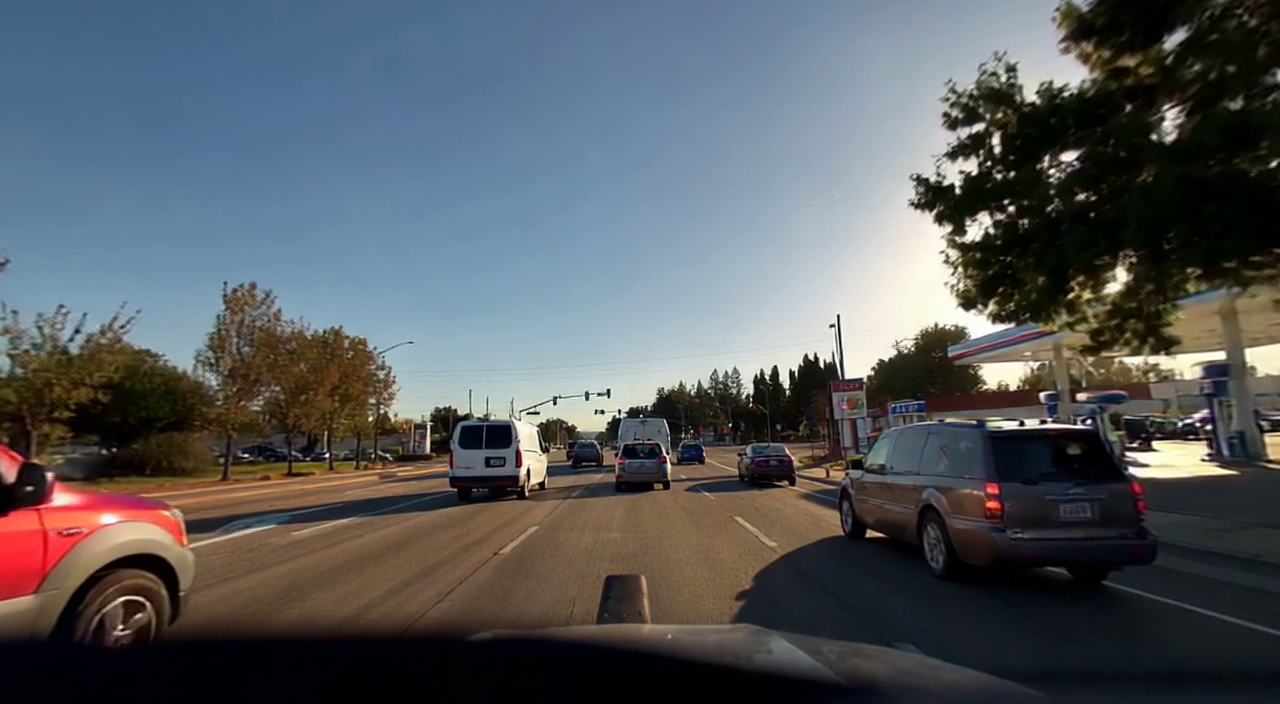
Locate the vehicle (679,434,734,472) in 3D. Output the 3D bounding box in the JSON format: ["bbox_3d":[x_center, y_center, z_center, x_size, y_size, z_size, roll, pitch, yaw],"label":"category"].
[{"bbox_3d":[3.294,5.111,31.983,2.193,1.795,5.130,0,-8,0],"label":"vehicle"}]

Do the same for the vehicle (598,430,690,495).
[{"bbox_3d":[0.073,3.338,19.444,2.426,1.703,5.602,0,-8,-1],"label":"vehicle"}]

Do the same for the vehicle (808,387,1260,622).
[{"bbox_3d":[3.673,1.517,7.284,2.055,1.786,4.817,0,-8,-1],"label":"vehicle"}]

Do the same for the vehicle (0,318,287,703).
[{"bbox_3d":[-3.489,0.638,1.666,2.002,1.747,5.173,0,-8,1],"label":"vehicle"}]

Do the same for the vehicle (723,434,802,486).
[{"bbox_3d":[4.385,3.920,23.179,2.119,1.696,4.623,0,-8,2],"label":"vehicle"}]

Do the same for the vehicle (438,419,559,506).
[{"bbox_3d":[-3.509,2.863,16.694,2.025,1.936,4.995,0,-8,0],"label":"vehicle"}]
